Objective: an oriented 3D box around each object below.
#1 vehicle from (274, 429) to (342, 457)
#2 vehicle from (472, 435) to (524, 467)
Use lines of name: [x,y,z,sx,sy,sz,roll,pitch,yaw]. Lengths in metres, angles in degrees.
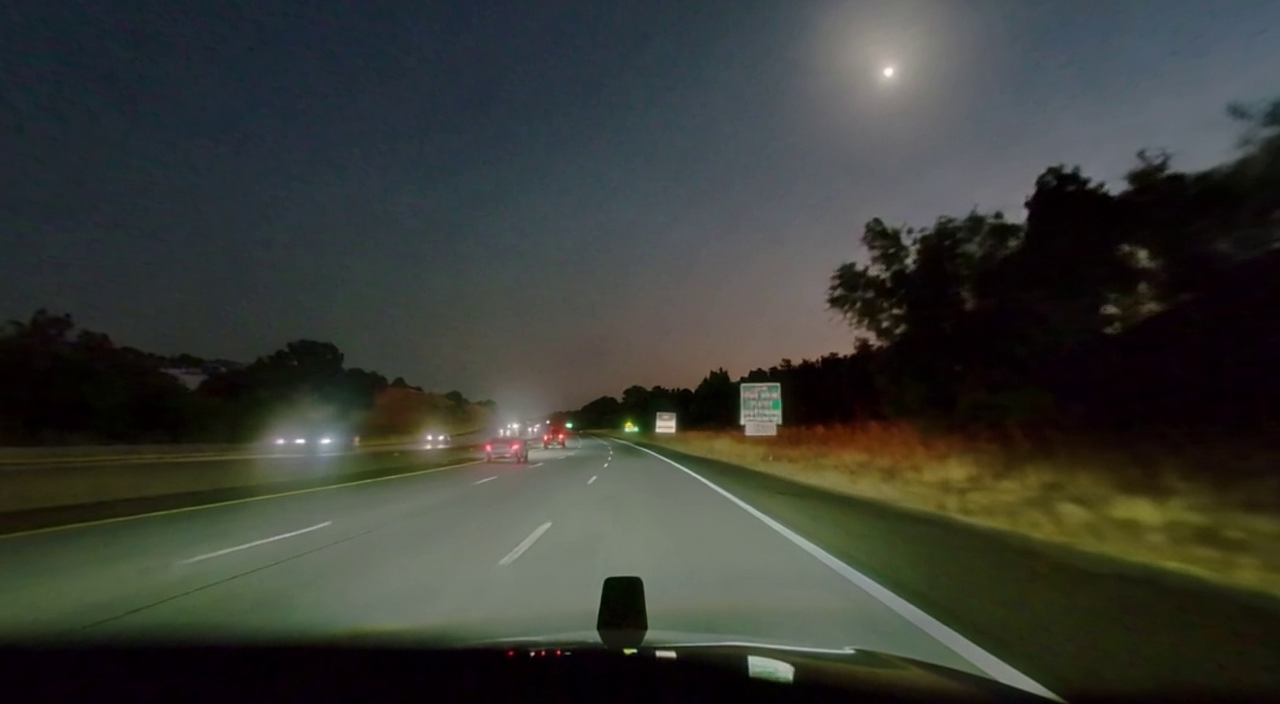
vehicle: [-21.366,5.878,40.805,2.005,1.716,4.606,0,-8,-2]
vehicle: [-7.606,5.335,34.241,1.931,1.608,3.977,0,-8,-1]
